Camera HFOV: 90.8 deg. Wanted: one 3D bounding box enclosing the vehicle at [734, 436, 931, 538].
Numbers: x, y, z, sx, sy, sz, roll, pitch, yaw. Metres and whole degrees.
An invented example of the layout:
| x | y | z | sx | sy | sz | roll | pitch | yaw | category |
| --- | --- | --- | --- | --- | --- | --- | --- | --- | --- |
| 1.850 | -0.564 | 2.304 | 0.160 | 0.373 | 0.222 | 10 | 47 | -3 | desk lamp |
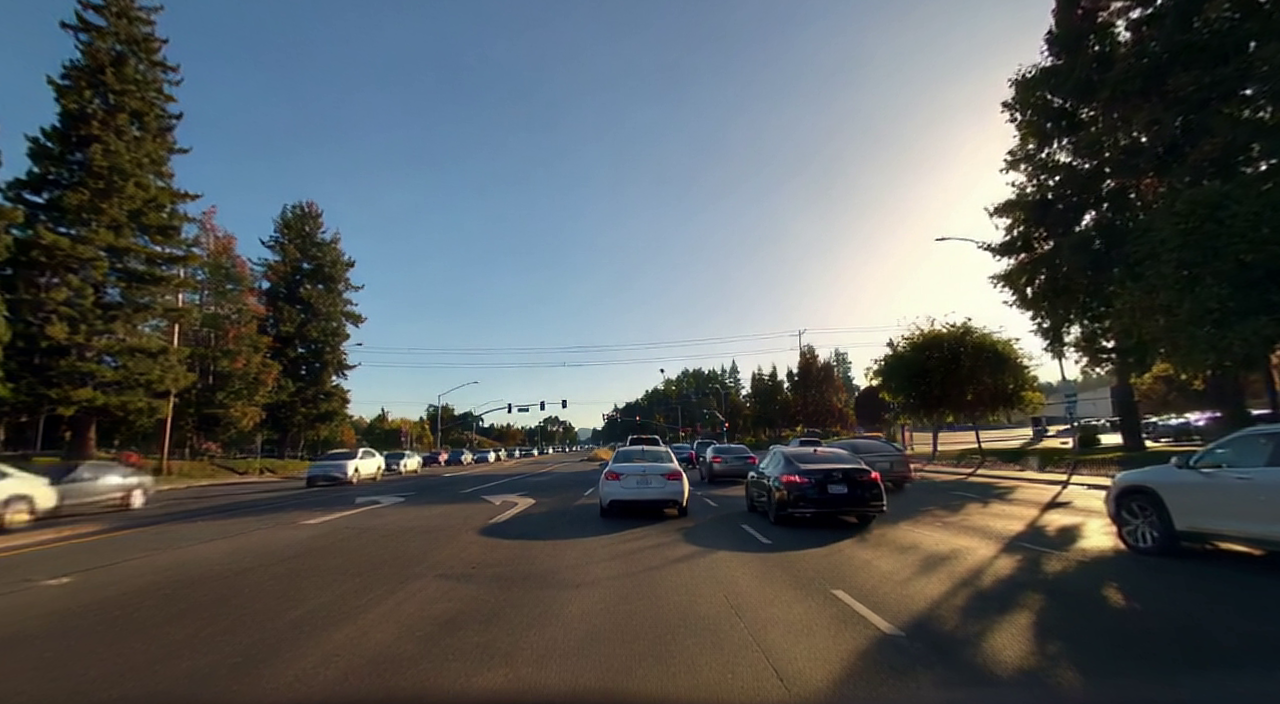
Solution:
| x | y | z | sx | sy | sz | roll | pitch | yaw | category |
| --- | --- | --- | --- | --- | --- | --- | --- | --- | --- |
| 3.151 | 2.317 | 11.640 | 1.970 | 1.445 | 4.974 | 0 | -8 | -1 | vehicle |

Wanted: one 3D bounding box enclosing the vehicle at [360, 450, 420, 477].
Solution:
| x | y | z | sx | sy | sz | roll | pitch | yaw | category |
| --- | --- | --- | --- | --- | --- | --- | --- | --- | --- |
| -14.895 | 6.645 | 37.955 | 2.018 | 1.469 | 4.916 | 1 | -9 | -5 | vehicle |

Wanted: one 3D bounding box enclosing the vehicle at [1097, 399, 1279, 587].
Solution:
| x | y | z | sx | sy | sz | roll | pitch | yaw | category |
| --- | --- | --- | --- | --- | --- | --- | --- | --- | --- |
| 6.937 | 1.317 | 5.908 | 1.987 | 1.730 | 4.373 | 0 | -8 | -1 | vehicle |

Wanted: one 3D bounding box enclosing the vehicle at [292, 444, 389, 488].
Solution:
| x | y | z | sx | sy | sz | roll | pitch | yaw | category |
| --- | --- | --- | --- | --- | --- | --- | --- | --- | --- |
| -12.361 | 4.693 | 26.425 | 1.963 | 1.649 | 4.290 | 0 | -8 | 0 | vehicle |

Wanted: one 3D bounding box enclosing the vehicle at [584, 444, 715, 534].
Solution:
| x | y | z | sx | sy | sz | roll | pitch | yaw | category |
| --- | --- | --- | --- | --- | --- | --- | --- | --- | --- |
| 0.092 | 2.386 | 11.673 | 1.990 | 1.347 | 4.067 | 0 | -8 | -2 | vehicle |

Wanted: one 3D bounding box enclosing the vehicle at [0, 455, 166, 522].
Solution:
| x | y | z | sx | sy | sz | roll | pitch | yaw | category |
| --- | --- | --- | --- | --- | --- | --- | --- | --- | --- |
| -15.340 | 3.580 | 17.078 | 1.776 | 1.480 | 4.236 | 0 | -8 | -1 | vehicle |
